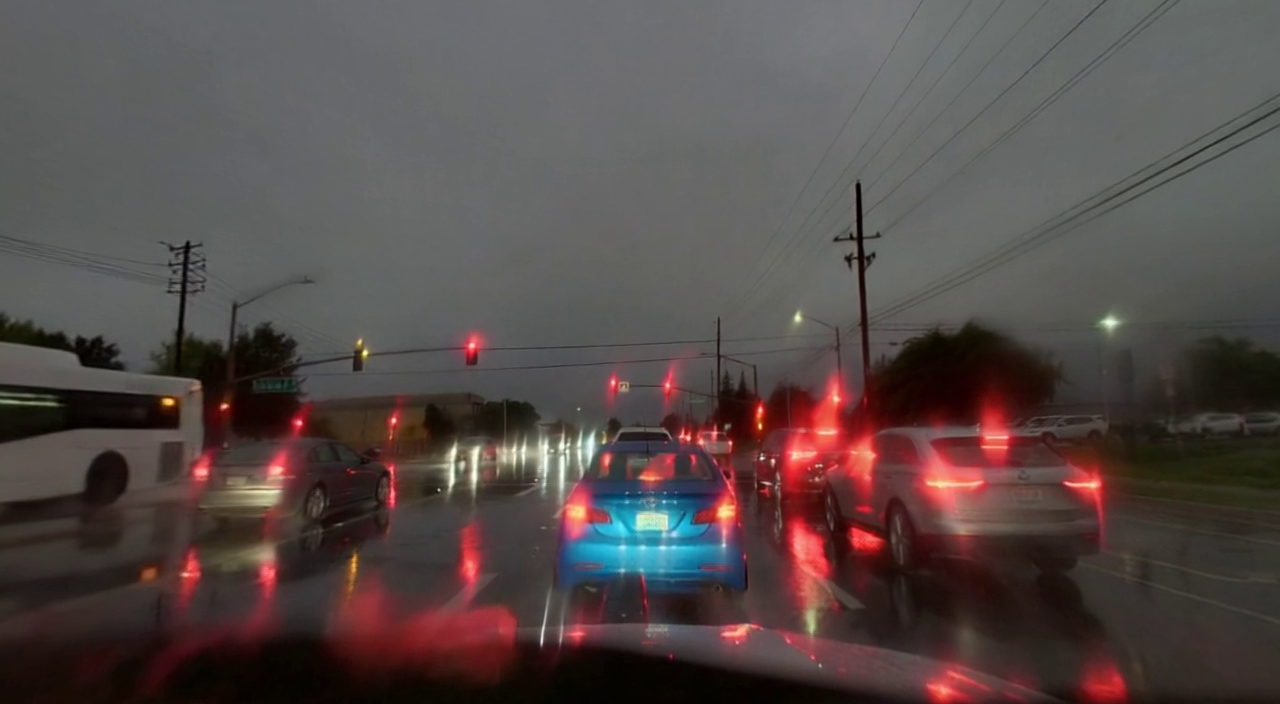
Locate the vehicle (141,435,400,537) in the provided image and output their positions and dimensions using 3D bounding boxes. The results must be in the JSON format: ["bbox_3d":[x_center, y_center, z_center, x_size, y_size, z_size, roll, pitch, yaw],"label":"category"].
[{"bbox_3d":[-6.394,2.335,11.748,1.955,1.497,4.639,-1,-8,1],"label":"vehicle"}]

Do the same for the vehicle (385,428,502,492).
[{"bbox_3d":[-6.255,3.514,20.894,2.070,1.824,5.196,-1,-8,2],"label":"vehicle"}]

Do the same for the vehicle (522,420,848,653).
[{"bbox_3d":[0.289,1.493,6.155,2.109,1.483,3.964,0,-8,0],"label":"vehicle"}]

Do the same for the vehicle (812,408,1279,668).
[{"bbox_3d":[3.140,1.407,5.877,1.870,1.523,4.096,0,-8,0],"label":"vehicle"}]

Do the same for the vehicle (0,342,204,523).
[{"bbox_3d":[-13.806,1.435,11.227,3.005,3.443,12.583,-1,-8,1],"label":"vehicle"}]
